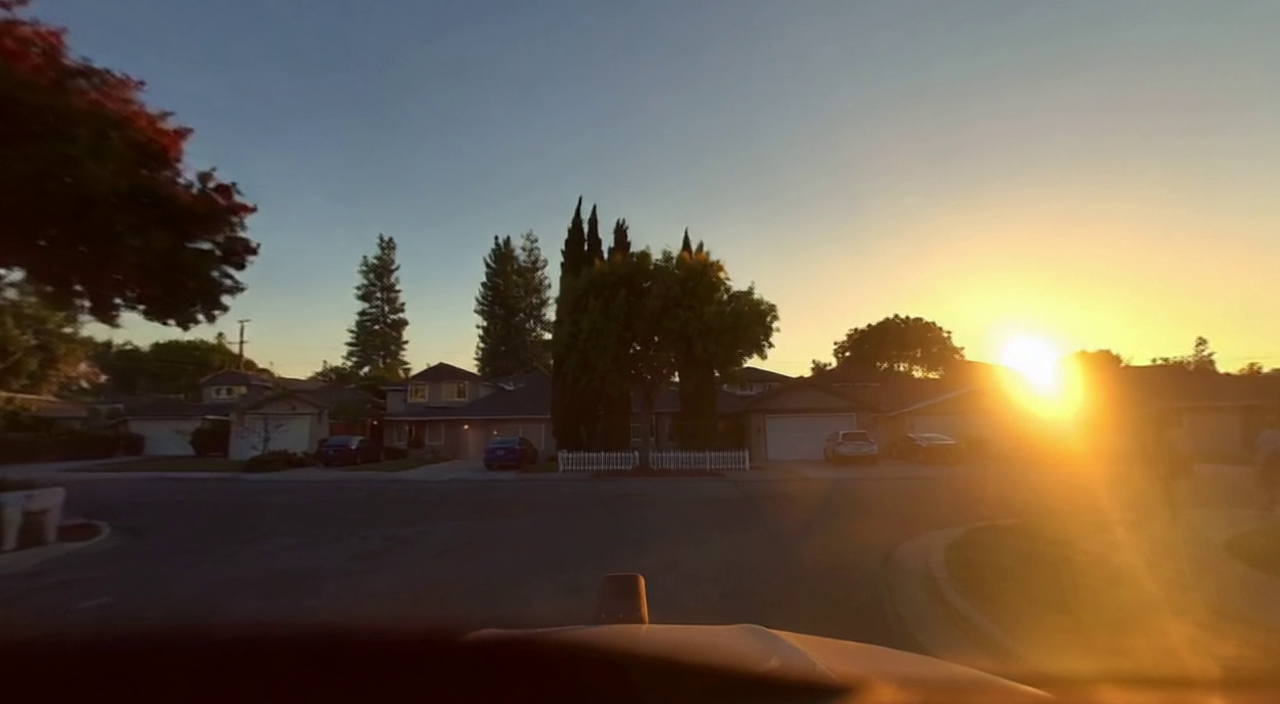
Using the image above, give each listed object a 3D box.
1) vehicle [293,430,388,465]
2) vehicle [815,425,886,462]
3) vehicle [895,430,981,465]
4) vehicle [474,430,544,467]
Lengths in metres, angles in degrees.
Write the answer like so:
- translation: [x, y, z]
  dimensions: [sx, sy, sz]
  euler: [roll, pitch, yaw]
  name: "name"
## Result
- translation: [-15.661, 5.043, 33.305]
  dimensions: [1.942, 1.700, 4.478]
  euler: [-2, -9, 16]
  name: "vehicle"
- translation: [10.472, 4.623, 31.752]
  dimensions: [1.937, 1.731, 4.179]
  euler: [1, -9, -3]
  name: "vehicle"
- translation: [14.418, 4.674, 30.865]
  dimensions: [1.873, 1.556, 4.216]
  euler: [1, -9, -4]
  name: "vehicle"
- translation: [-6.303, 4.724, 30.985]
  dimensions: [1.942, 1.651, 4.655]
  euler: [-1, -9, 6]
  name: "vehicle"
